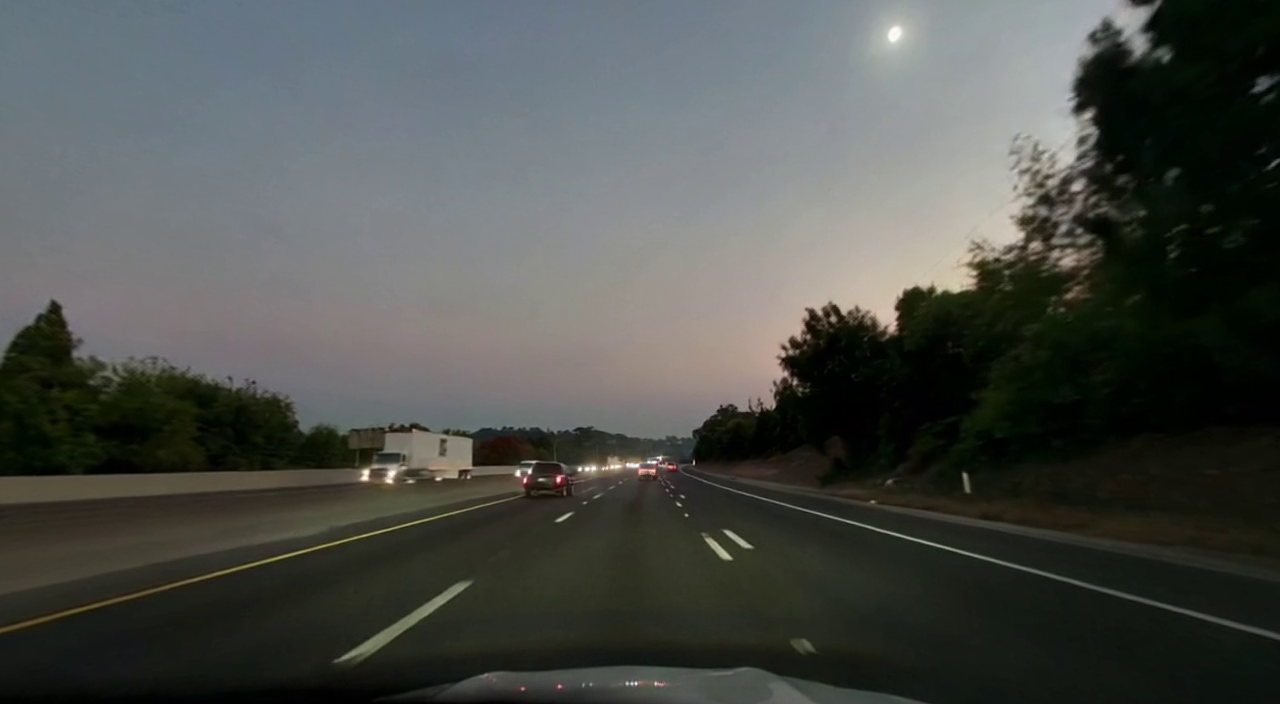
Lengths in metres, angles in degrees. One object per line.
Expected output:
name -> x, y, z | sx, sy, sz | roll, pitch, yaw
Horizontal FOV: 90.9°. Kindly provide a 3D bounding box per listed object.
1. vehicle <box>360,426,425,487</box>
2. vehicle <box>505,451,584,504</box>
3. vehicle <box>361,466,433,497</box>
vehicle -> -17.146, 7.273, 43.845 | 3.185, 4.070, 2.550 | 1, -10, 1
vehicle -> -3.585, 4.892, 24.770 | 2.233, 1.791, 4.981 | 1, -10, 1
vehicle -> -12.537, 6.712, 32.849 | 1.857, 1.441, 4.499 | 1, -10, 2
